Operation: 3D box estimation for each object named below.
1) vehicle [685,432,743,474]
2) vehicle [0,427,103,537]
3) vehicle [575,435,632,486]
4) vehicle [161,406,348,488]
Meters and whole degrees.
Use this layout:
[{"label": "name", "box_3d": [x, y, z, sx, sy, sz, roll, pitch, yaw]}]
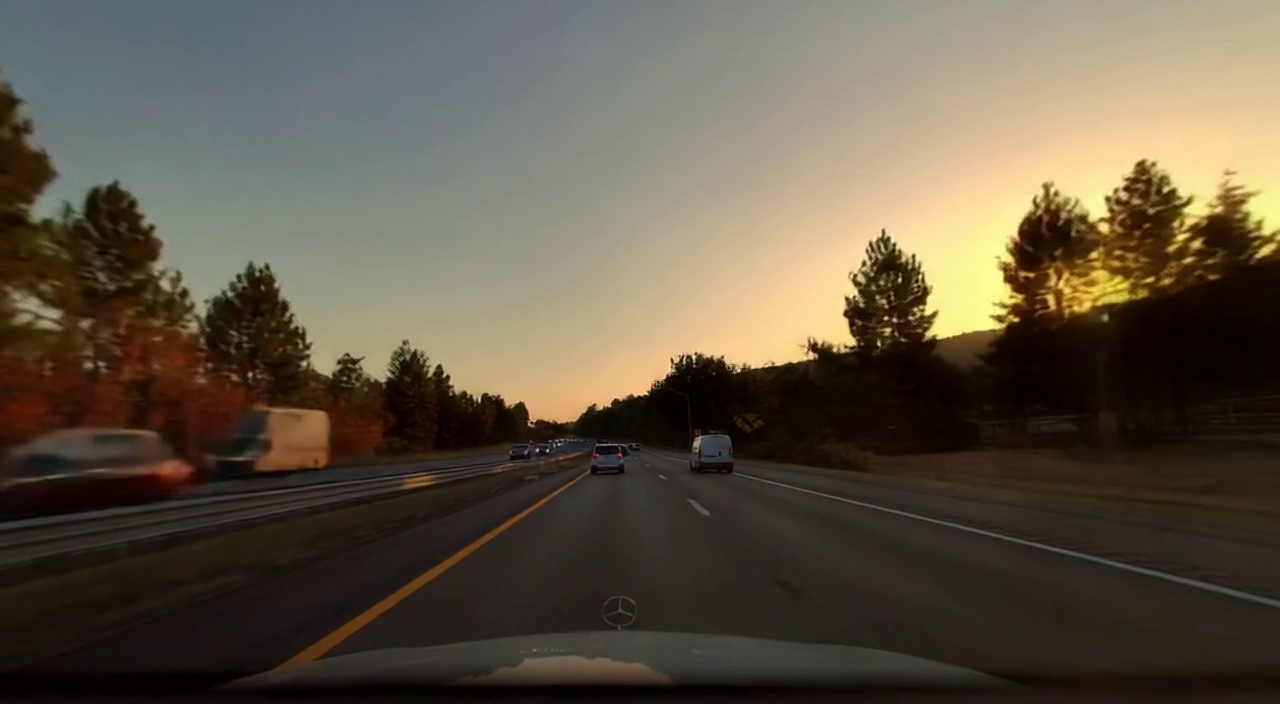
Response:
[{"label": "vehicle", "box_3d": [3.612, 5.074, 31.529, 2.179, 1.930, 4.538, 0, -9, -2]}, {"label": "vehicle", "box_3d": [-9.976, 1.722, 8.106, 1.932, 1.530, 4.684, 0, -9, -1]}, {"label": "vehicle", "box_3d": [-1.319, 4.085, 23.851, 1.963, 1.711, 4.284, 0, -9, -1]}, {"label": "vehicle", "box_3d": [-14.162, 3.627, 23.907, 2.732, 2.600, 7.051, 0, -9, -1]}]
